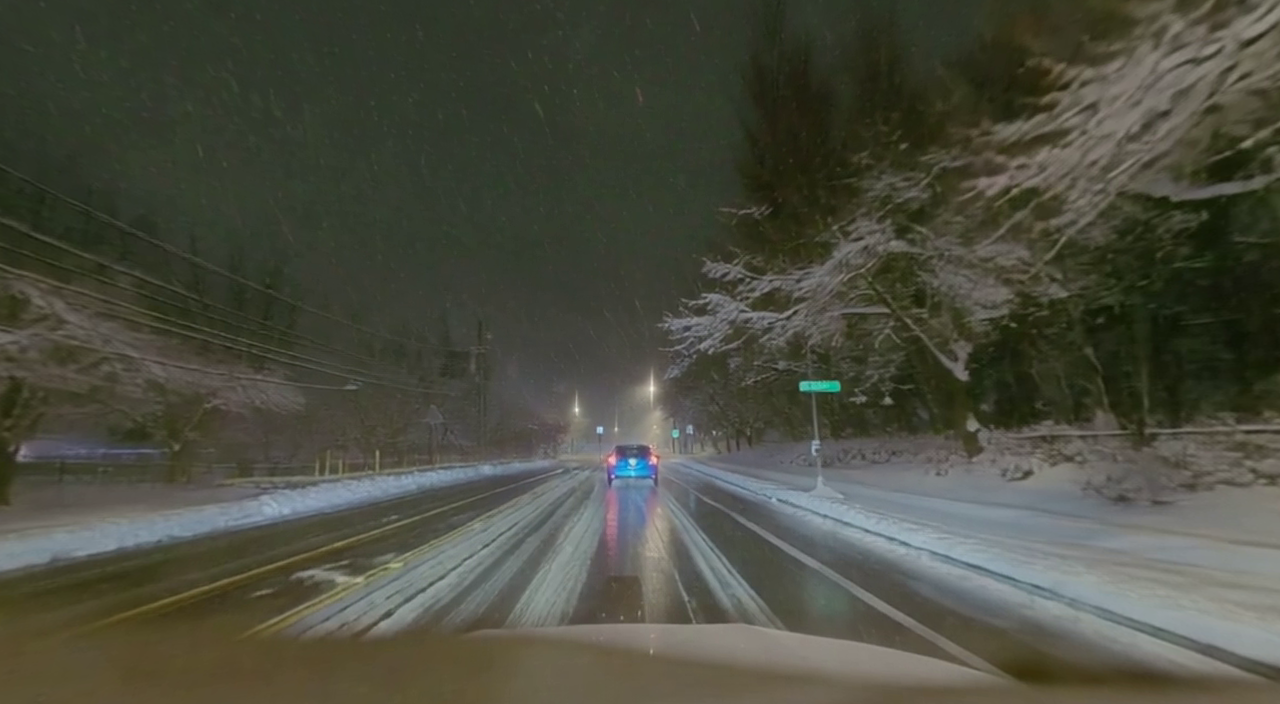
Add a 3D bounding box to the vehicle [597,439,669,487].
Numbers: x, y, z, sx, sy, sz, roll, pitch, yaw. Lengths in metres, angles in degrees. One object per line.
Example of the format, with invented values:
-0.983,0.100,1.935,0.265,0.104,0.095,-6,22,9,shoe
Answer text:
-0.217,3.867,22.418,2.295,1.510,4.364,0,-8,0,vehicle
